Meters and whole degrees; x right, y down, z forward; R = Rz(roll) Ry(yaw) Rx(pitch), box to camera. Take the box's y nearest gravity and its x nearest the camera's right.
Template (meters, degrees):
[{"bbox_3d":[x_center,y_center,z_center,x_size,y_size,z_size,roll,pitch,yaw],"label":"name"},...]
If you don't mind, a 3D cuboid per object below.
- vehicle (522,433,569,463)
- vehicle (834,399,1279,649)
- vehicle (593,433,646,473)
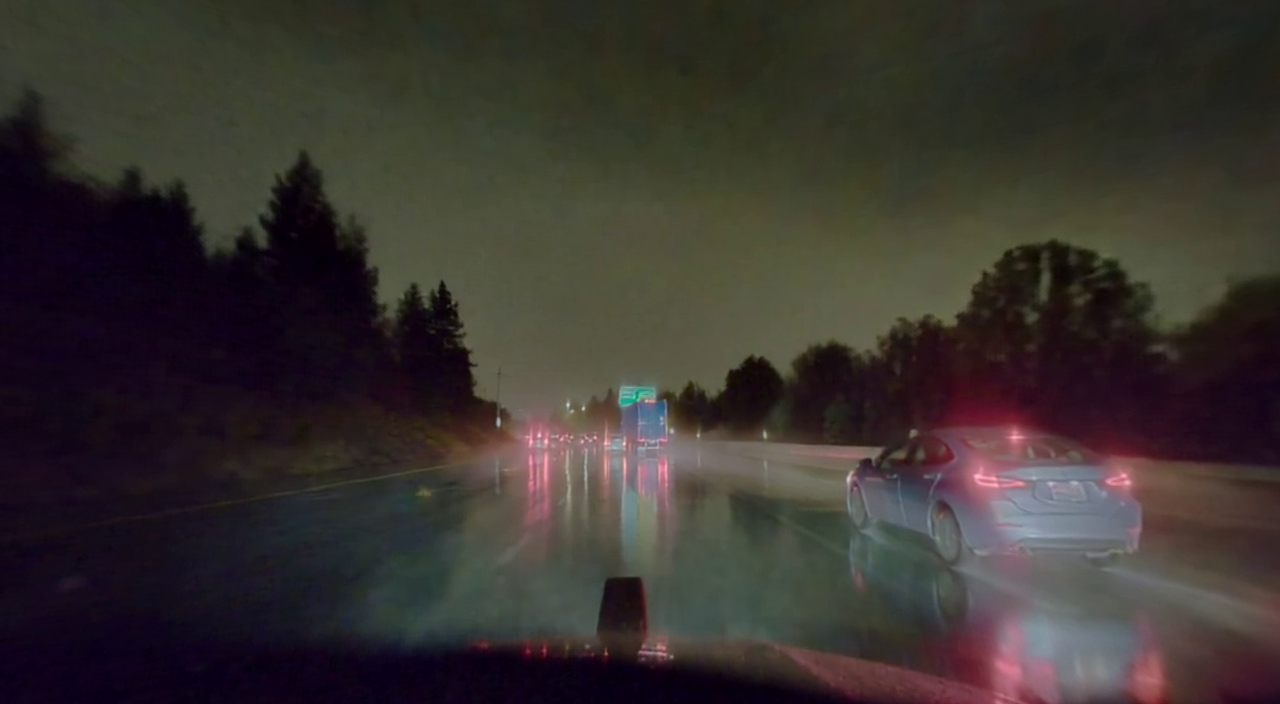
[{"bbox_3d":[-5.107,5.271,34.675,2.072,1.512,4.043,0,-9,-2],"label":"vehicle"},{"bbox_3d":[3.517,1.347,5.972,1.971,1.472,4.301,0,-9,0],"label":"vehicle"},{"bbox_3d":[-0.837,4.135,26.020,2.020,1.516,3.951,0,-9,-2],"label":"vehicle"}]
